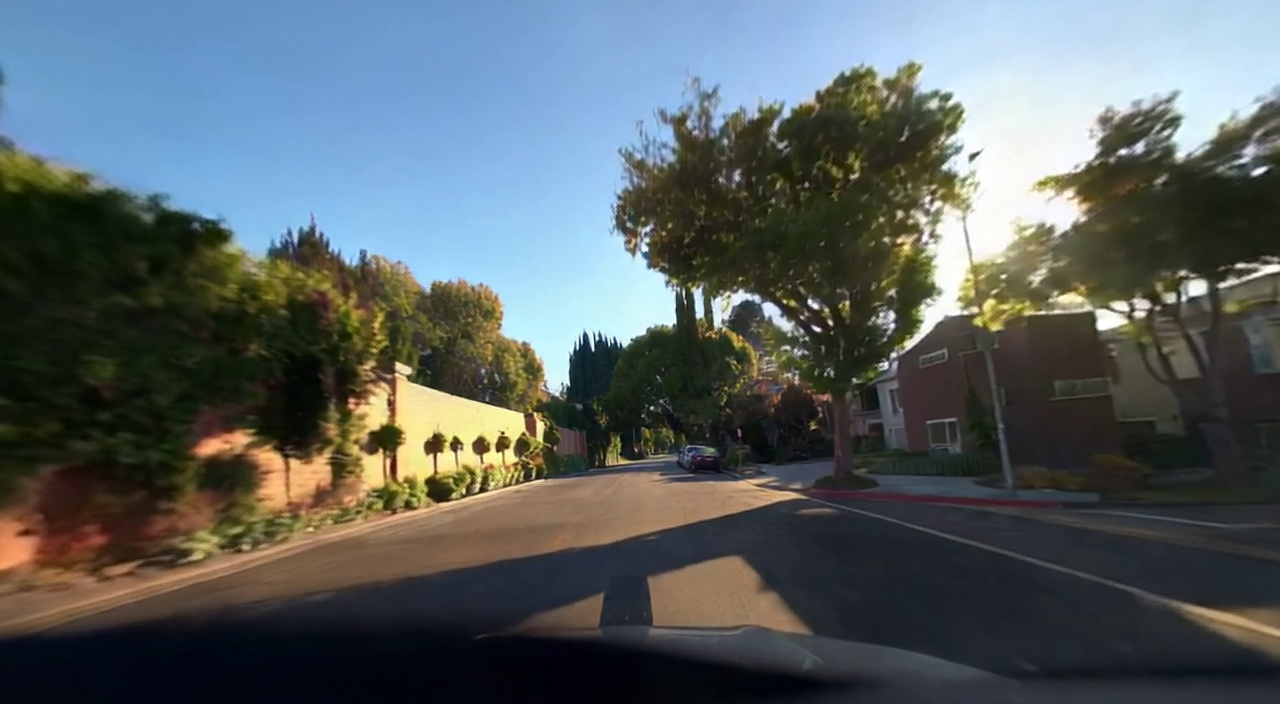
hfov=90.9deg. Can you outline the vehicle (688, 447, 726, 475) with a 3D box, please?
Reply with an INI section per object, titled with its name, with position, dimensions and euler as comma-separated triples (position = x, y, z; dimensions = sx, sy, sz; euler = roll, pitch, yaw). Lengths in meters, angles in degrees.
[vehicle]
position = 4.269, 7.009, 40.762
dimensions = 2.048, 1.596, 5.543
euler = 2, -8, 2
